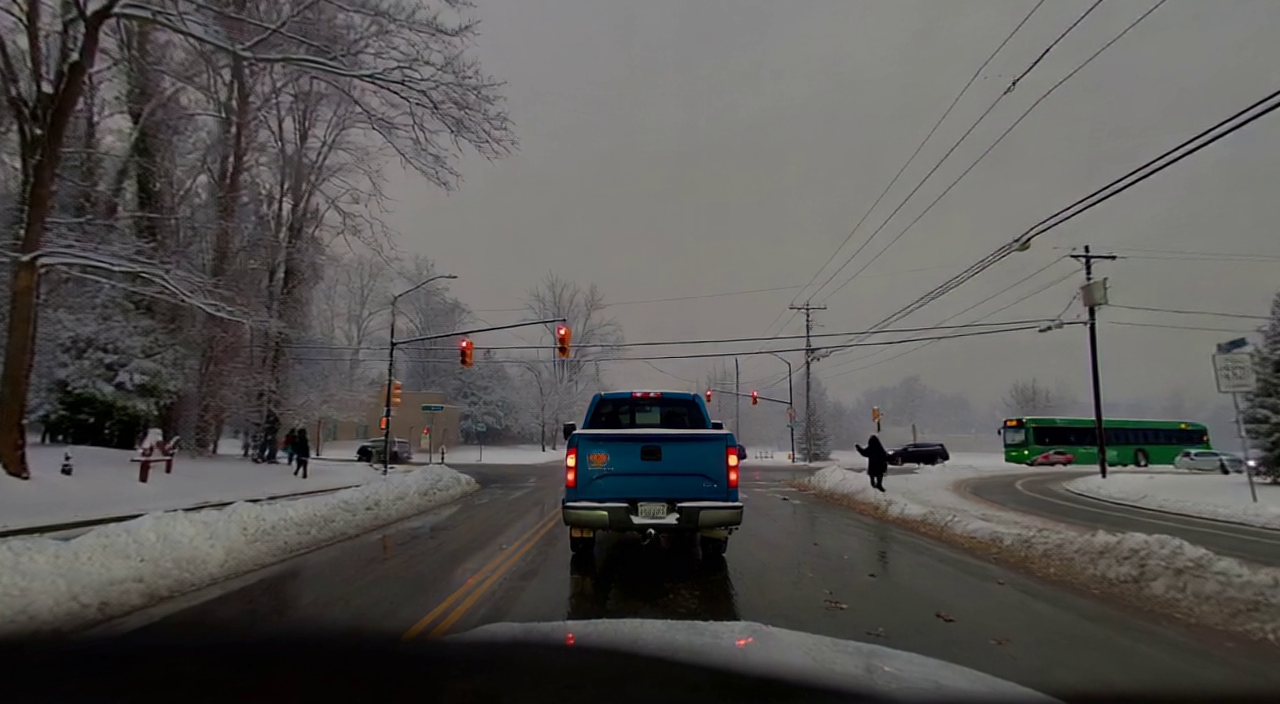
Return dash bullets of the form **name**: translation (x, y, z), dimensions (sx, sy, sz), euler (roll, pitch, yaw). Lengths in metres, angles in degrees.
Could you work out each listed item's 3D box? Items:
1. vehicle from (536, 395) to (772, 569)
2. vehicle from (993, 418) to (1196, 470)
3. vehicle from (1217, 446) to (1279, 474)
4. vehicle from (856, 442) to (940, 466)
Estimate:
- **vehicle**: translation (0.117, 1.900, 10.101), dimensions (2.707, 1.964, 5.485), euler (0, -8, -1)
- **vehicle**: translation (29.388, 5.979, 41.253), dimensions (10.726, 3.128, 3.003), euler (-1, -8, 1)
- **vehicle**: translation (41.372, 7.018, 41.260), dimensions (5.426, 1.728, 1.999), euler (0, -8, -2)
- **vehicle**: translation (16.753, 6.634, 41.207), dimensions (4.578, 1.490, 1.935), euler (-1, -8, 3)
